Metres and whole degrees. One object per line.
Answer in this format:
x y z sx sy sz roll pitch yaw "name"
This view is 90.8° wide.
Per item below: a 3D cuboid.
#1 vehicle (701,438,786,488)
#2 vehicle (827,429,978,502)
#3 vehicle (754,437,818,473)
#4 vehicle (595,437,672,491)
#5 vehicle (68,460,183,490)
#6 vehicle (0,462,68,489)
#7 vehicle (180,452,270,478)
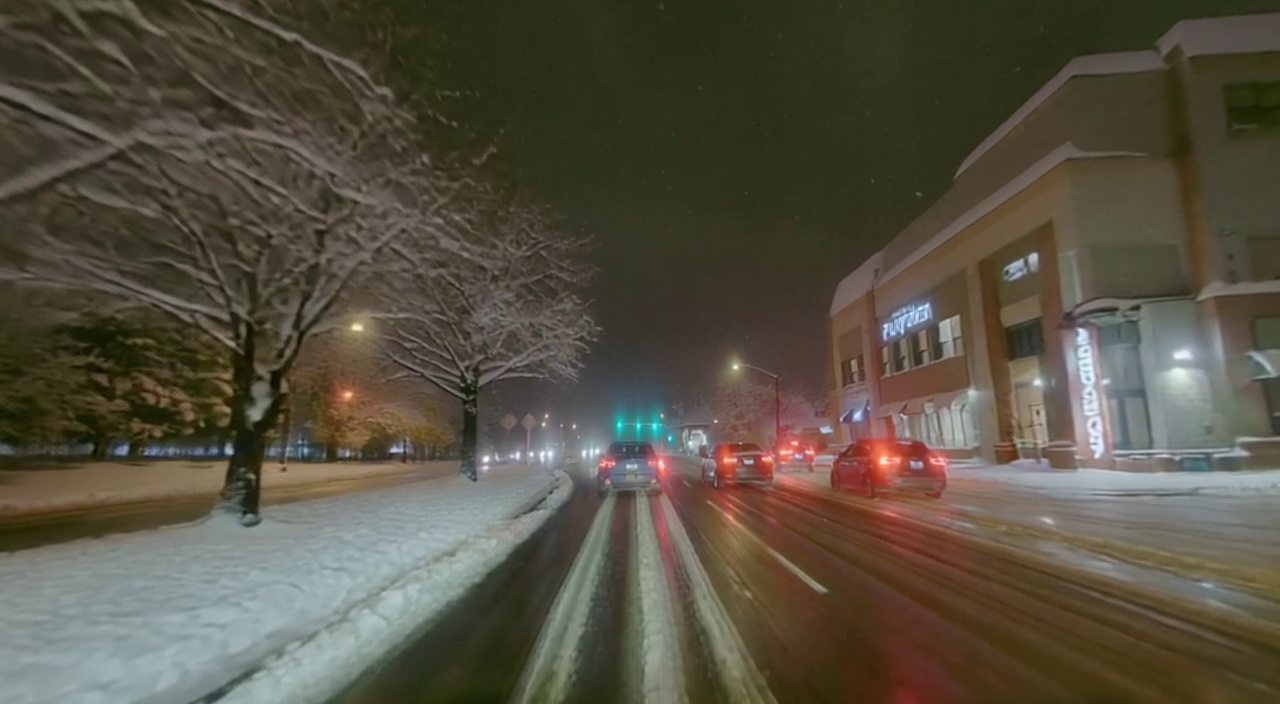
3.326 3.667 21.182 1.993 1.477 4.240 0 -8 -2 "vehicle"
7.006 3.071 17.569 2.052 1.708 4.842 0 -8 -1 "vehicle"
7.226 5.159 31.772 2.025 1.666 4.448 0 -8 -2 "vehicle"
-0.273 3.377 19.460 2.101 1.444 4.248 0 -8 -2 "vehicle"
-28.176 6.714 34.681 4.693 1.499 1.838 0 -8 0 "vehicle"
-41.076 8.145 41.897 1.864 1.585 4.629 0 -8 -1 "vehicle"
-28.042 7.634 42.799 4.640 1.640 2.026 -1 -8 1 "vehicle"
